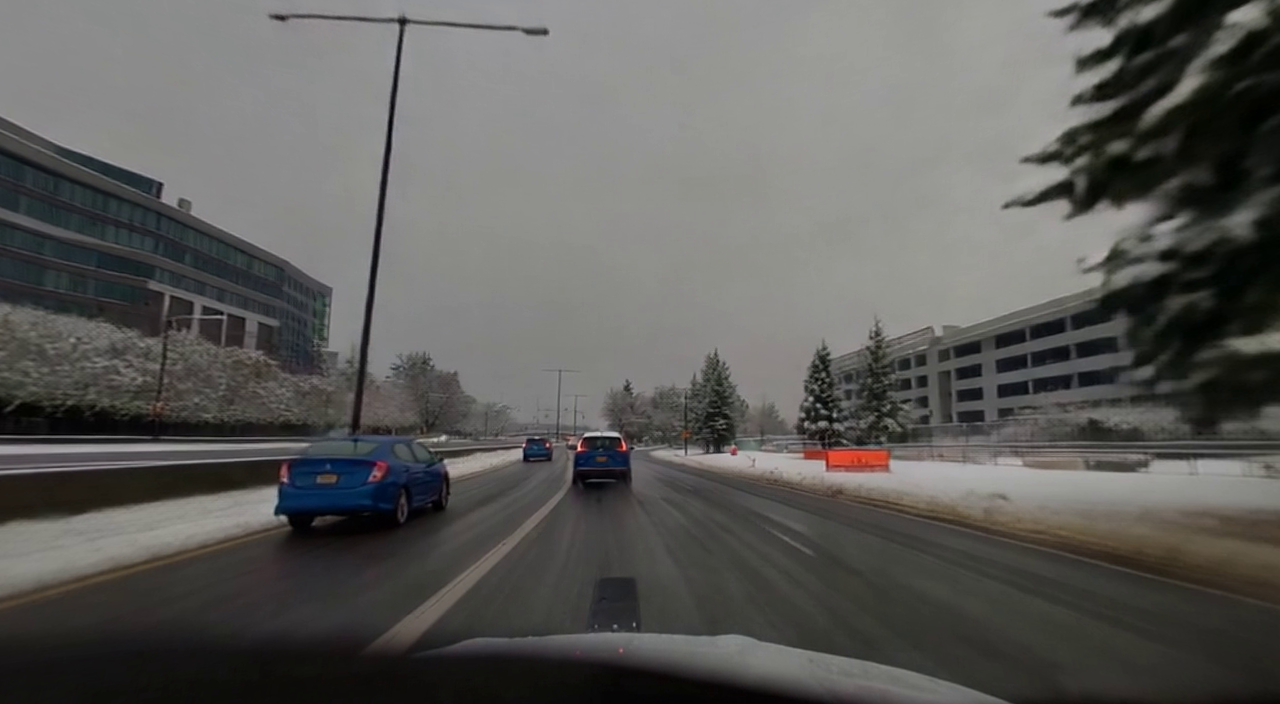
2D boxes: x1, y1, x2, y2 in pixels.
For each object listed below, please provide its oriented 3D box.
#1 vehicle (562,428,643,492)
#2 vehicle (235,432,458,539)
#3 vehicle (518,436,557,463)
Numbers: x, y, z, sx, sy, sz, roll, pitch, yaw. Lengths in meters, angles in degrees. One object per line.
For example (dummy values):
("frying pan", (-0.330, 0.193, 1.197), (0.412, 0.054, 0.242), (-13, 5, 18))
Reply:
("vehicle", (-0.911, 2.817, 16.767), (1.913, 1.499, 3.581), (0, -8, -1))
("vehicle", (-4.499, 2.051, 10.442), (1.848, 1.406, 4.013), (0, -8, -2))
("vehicle", (-6.045, 5.771, 37.576), (1.888, 1.486, 4.310), (1, -8, -4))
